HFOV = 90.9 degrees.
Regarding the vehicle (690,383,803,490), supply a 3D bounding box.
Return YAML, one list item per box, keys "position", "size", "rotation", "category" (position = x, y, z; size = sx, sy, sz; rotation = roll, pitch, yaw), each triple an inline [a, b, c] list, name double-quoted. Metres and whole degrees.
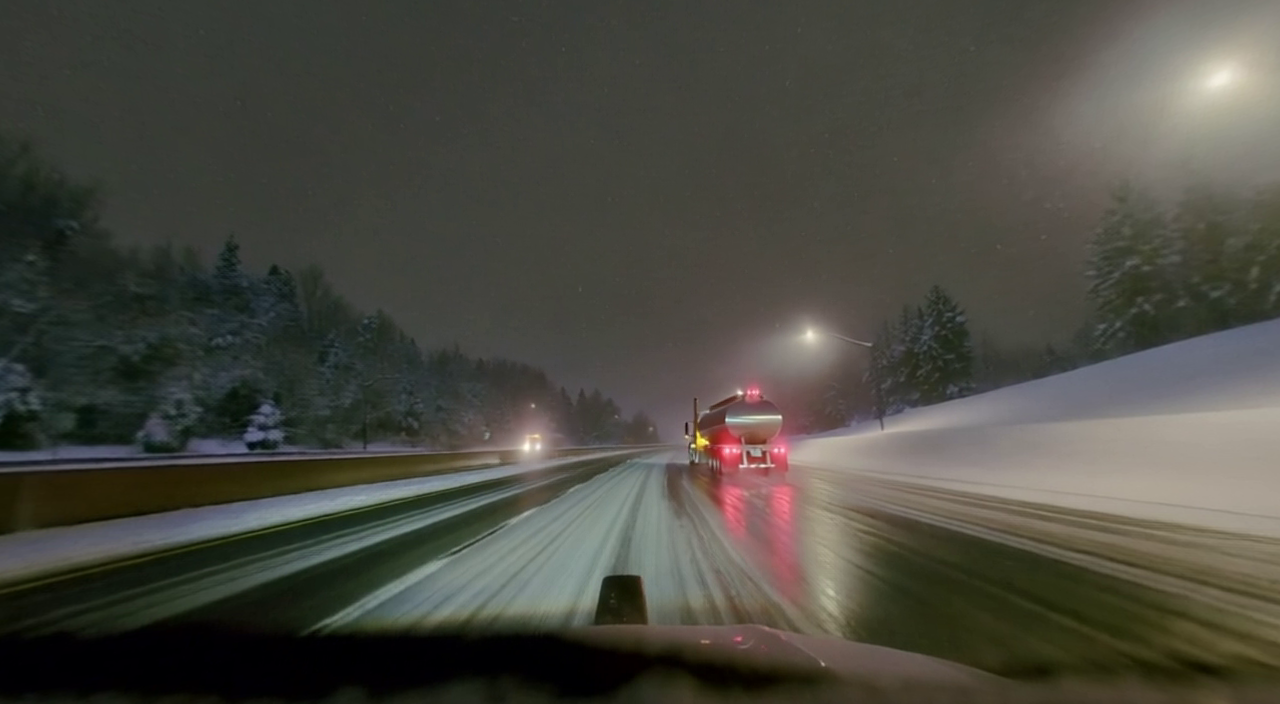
- position: [4.151, 3.914, 28.591]
  size: [2.880, 3.624, 14.397]
  rotation: [0, -9, 1]
  category: "vehicle"
